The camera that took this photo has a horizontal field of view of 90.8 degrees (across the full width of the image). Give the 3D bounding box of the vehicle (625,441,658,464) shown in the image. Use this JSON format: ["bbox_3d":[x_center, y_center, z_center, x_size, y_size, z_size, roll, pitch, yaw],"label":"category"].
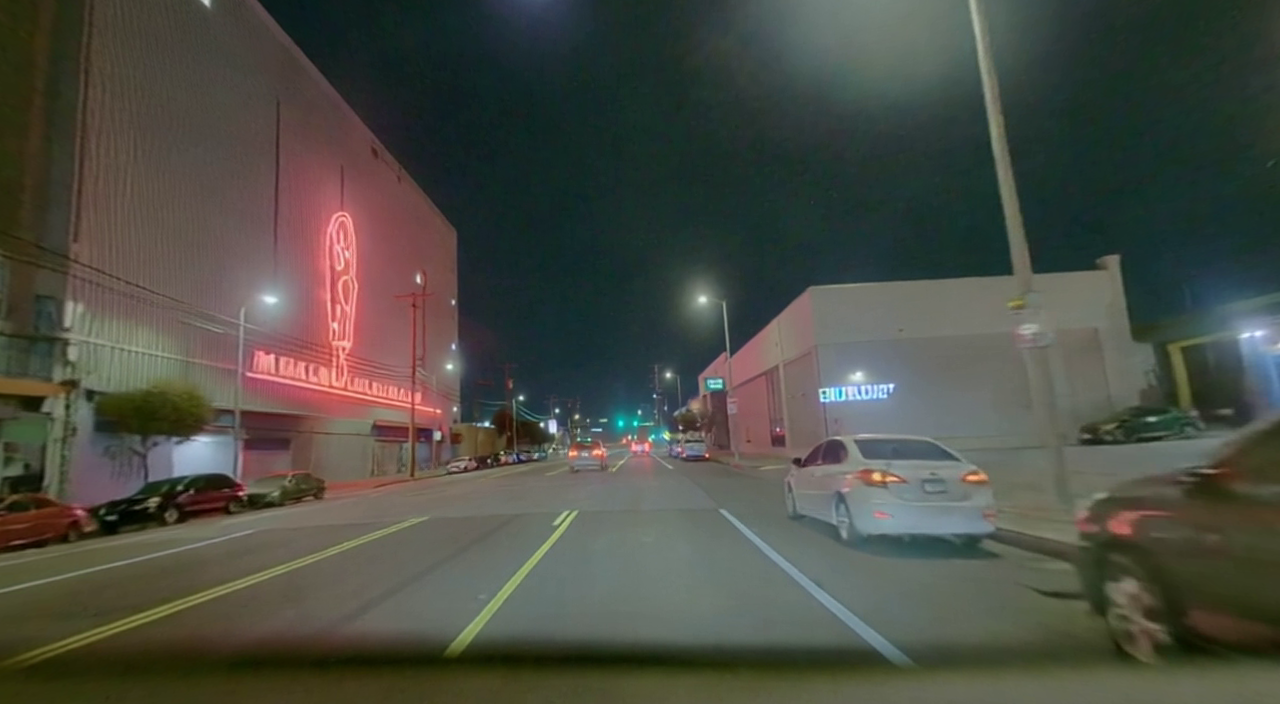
[{"bbox_3d":[0.055,6.664,42.123,2.099,1.470,4.270,0,-8,-1],"label":"vehicle"}]

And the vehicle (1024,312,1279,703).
[{"bbox_3d":[3.576,0.603,1.462,2.282,1.783,4.796,0,-8,-1],"label":"vehicle"}]

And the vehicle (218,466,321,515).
[{"bbox_3d":[-15.638,5.829,26.929,1.793,1.437,4.415,-5,-7,-1],"label":"vehicle"}]

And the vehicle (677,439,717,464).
[{"bbox_3d":[3.596,6.393,40.663,2.042,1.487,5.033,0,-8,-1],"label":"vehicle"}]

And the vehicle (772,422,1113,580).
[{"bbox_3d":[3.391,1.749,8.332,2.057,1.490,4.422,0,-8,-4],"label":"vehicle"}]

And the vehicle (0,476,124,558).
[{"bbox_3d":[-15.477,4.078,15.324,1.957,1.534,5.028,-5,-7,-3],"label":"vehicle"}]

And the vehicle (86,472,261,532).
[{"bbox_3d":[-15.762,5.063,21.845,2.081,1.549,5.190,0,-8,0],"label":"vehicle"}]

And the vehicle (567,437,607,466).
[{"bbox_3d":[-3.467,6.669,42.566,2.348,1.831,4.737,0,-8,-1],"label":"vehicle"}]
